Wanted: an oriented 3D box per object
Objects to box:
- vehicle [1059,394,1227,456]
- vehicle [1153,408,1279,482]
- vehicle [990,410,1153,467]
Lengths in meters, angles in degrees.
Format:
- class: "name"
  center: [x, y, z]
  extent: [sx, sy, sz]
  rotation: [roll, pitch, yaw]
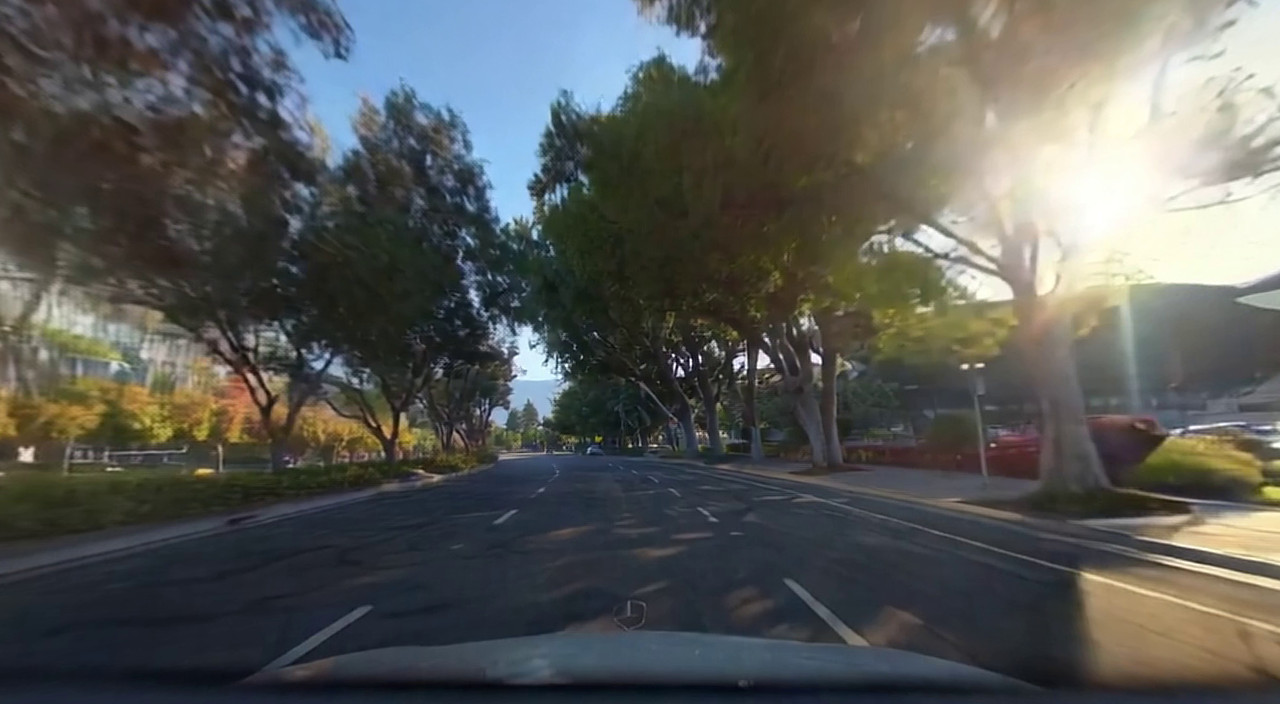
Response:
- class: "vehicle"
  center: [14.994, 2.221, 18.907]
  extent: [3.595, 1.749, 1.726]
  rotation: [1, -8, -5]
- class: "vehicle"
  center: [15.157, 2.160, 14.784]
  extent: [4.587, 1.553, 2.083]
  rotation: [1, -8, -6]
- class: "vehicle"
  center: [14.296, 2.862, 21.004]
  extent: [4.105, 1.705, 1.995]
  rotation: [0, -8, -9]
